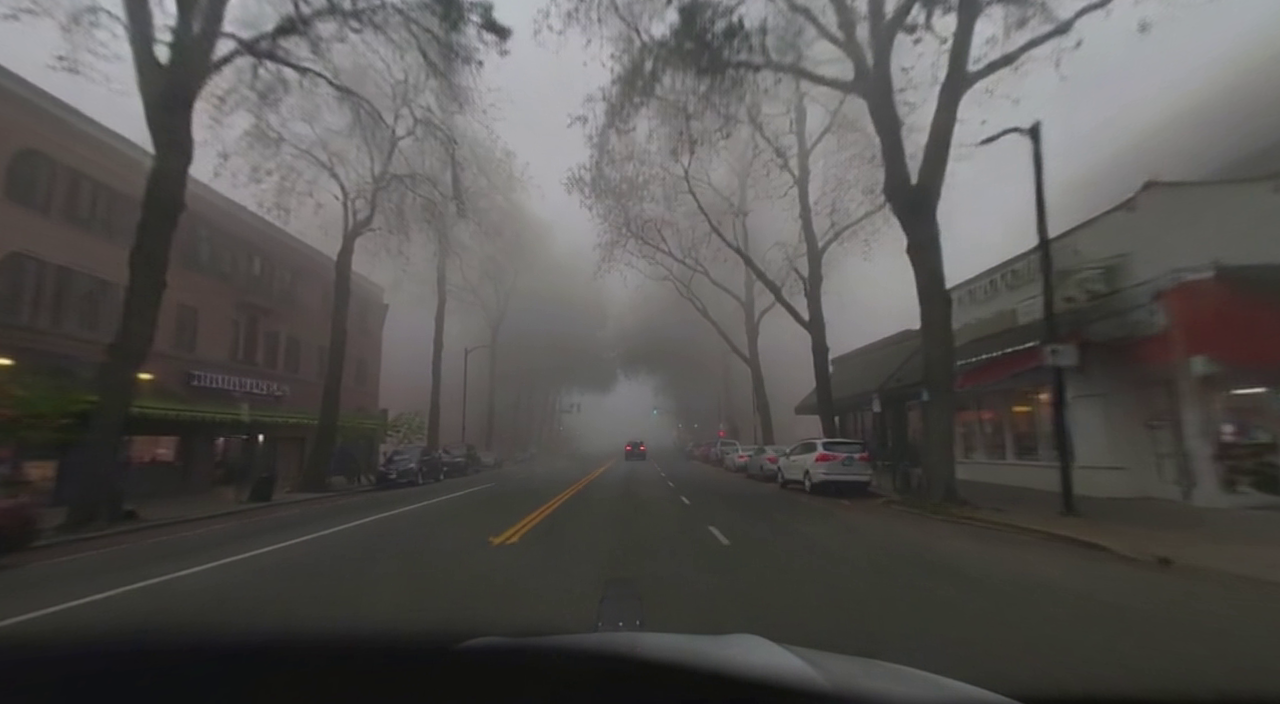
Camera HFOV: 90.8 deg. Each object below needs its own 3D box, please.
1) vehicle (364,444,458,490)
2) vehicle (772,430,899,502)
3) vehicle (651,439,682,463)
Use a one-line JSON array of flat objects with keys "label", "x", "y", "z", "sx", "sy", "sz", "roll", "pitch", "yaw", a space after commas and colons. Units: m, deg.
[{"label": "vehicle", "x": -10.011, "y": 5.038, "z": 28.185, "sx": 2.081, "sy": 1.819, "sz": 5.607, "roll": 0, "pitch": -8, "yaw": 0}, {"label": "vehicle", "x": 5.525, "y": 3.285, "z": 18.688, "sx": 2.042, "sy": 1.787, "sz": 5.110, "roll": 0, "pitch": -8, "yaw": -1}, {"label": "vehicle", "x": 1.852, "y": 7.060, "z": 45.032, "sx": 1.998, "sy": 1.580, "sz": 4.015, "roll": 0, "pitch": -8, "yaw": -1}]
